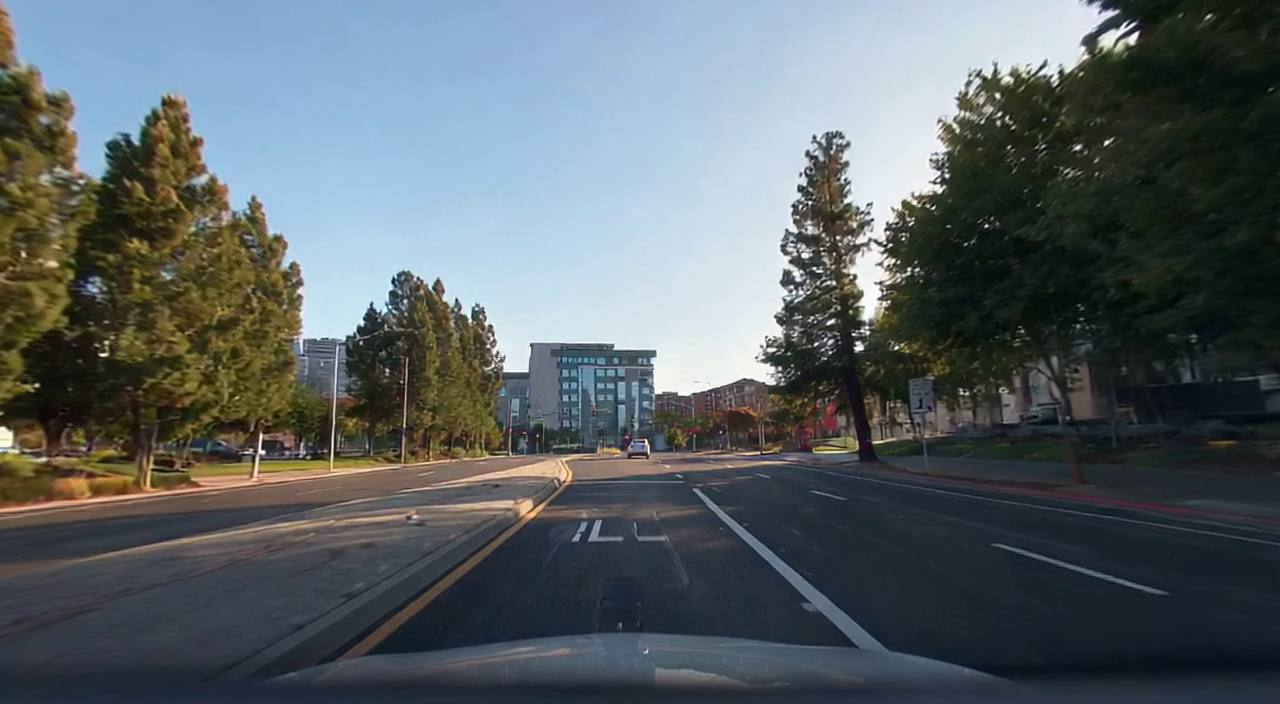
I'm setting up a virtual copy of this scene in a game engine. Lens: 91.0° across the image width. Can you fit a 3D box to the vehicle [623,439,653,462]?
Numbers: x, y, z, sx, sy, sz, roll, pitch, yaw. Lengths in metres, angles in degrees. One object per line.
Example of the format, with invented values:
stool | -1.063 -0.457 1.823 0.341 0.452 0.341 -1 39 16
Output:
vehicle | -0.120 6.943 44.421 2.064 1.477 3.968 0 -9 1
